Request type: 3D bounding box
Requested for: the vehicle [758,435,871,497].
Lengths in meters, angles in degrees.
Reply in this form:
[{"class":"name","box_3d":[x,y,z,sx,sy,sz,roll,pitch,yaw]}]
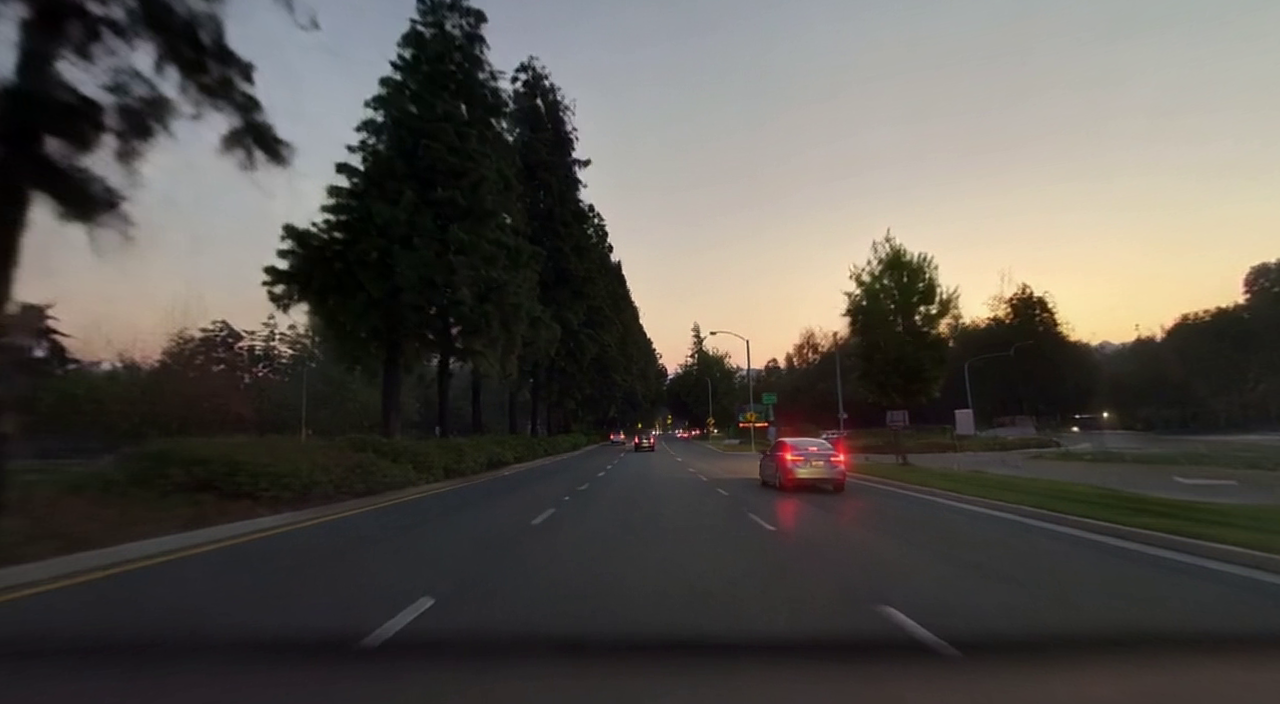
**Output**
[{"class":"vehicle","box_3d":[4.746,3.151,17.796,1.913,1.516,4.322,0,-9,-1]}]
